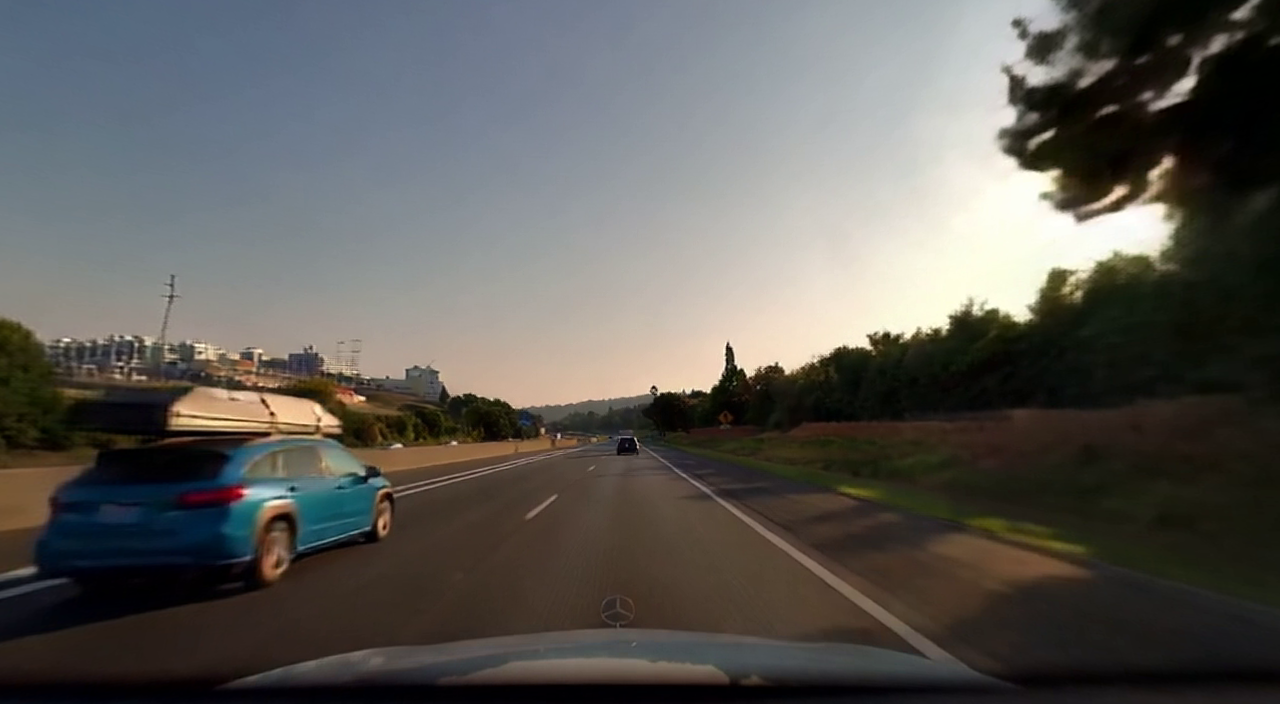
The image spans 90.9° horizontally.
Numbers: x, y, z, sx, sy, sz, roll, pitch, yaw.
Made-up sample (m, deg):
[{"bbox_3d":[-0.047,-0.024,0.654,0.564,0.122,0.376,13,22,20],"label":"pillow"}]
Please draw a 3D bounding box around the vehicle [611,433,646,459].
[{"bbox_3d":[-0.771,6.047,40.710,2.151,1.618,3.898,0,-8,-1],"label":"vehicle"}]

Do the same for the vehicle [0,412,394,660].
[{"bbox_3d":[-4.504,1.499,6.414,2.189,1.580,4.607,0,-8,-1],"label":"vehicle"}]
